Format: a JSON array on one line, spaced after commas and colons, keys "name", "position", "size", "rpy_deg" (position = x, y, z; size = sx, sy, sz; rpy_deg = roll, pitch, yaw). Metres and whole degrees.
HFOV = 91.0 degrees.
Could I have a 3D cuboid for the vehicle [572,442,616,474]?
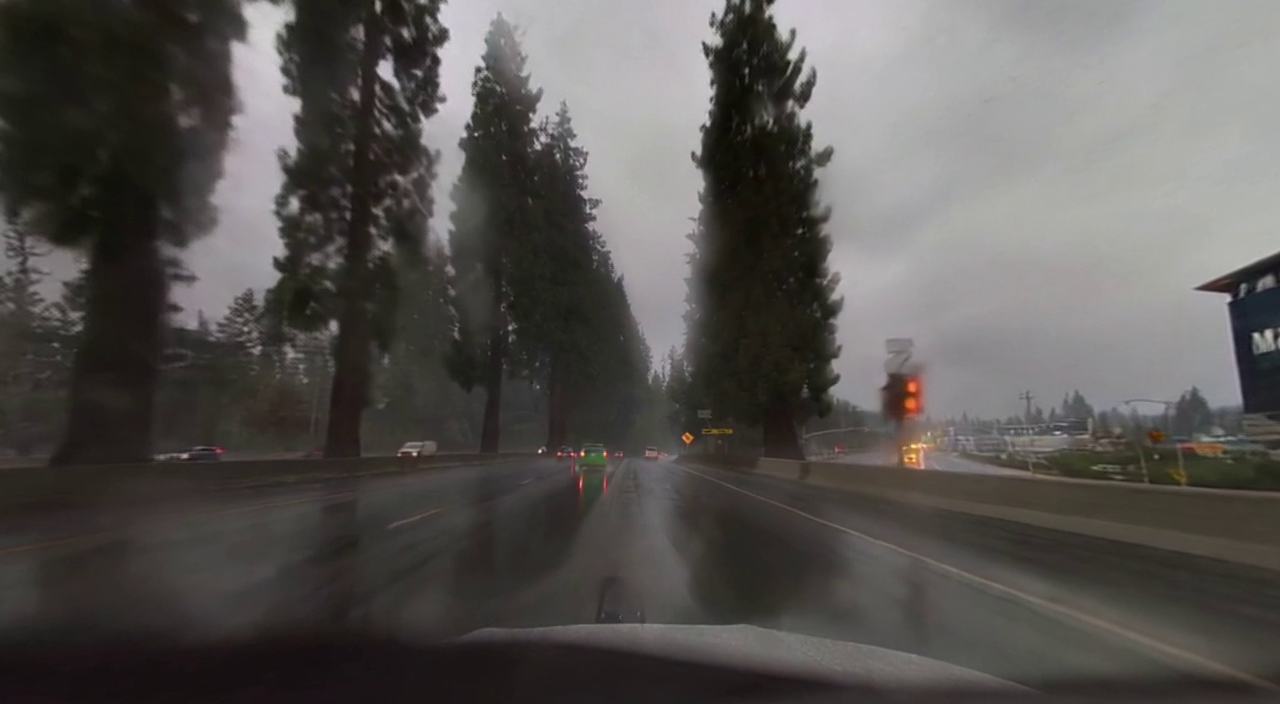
[{"name": "vehicle", "position": [-2.740, 6.457, 38.667], "size": [2.302, 1.810, 4.707], "rpy_deg": [0, -9, 0]}]
